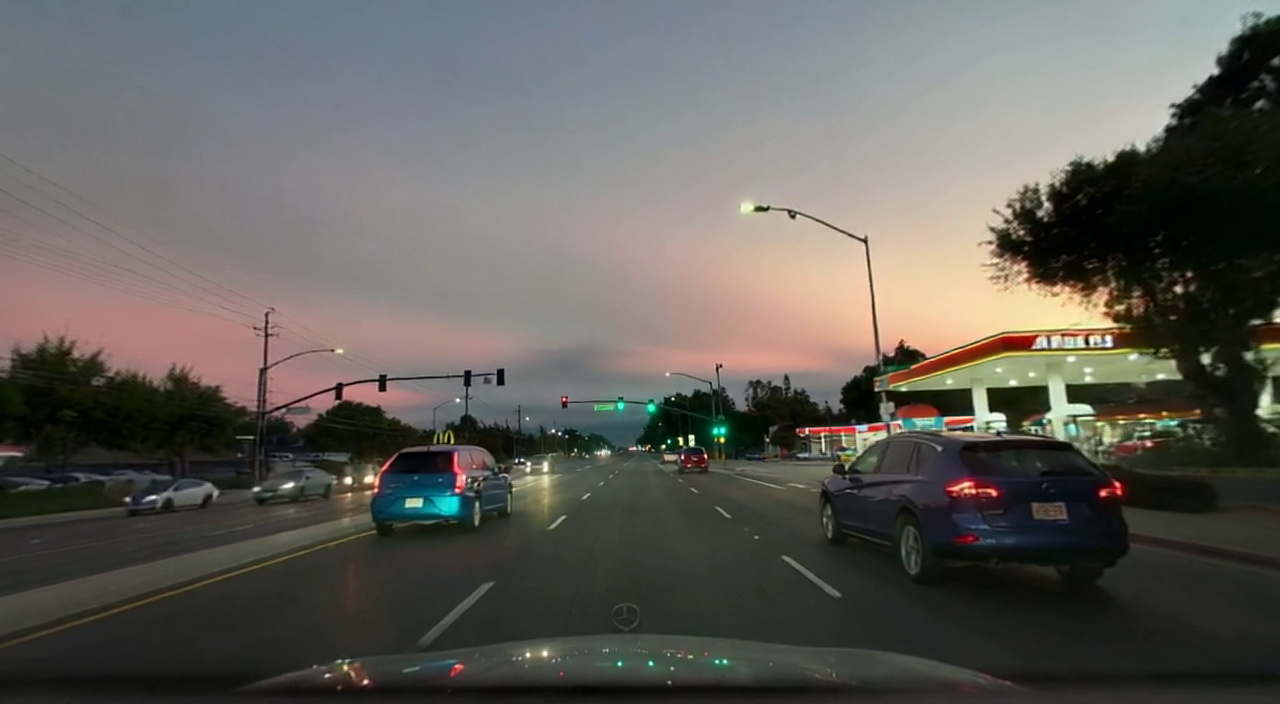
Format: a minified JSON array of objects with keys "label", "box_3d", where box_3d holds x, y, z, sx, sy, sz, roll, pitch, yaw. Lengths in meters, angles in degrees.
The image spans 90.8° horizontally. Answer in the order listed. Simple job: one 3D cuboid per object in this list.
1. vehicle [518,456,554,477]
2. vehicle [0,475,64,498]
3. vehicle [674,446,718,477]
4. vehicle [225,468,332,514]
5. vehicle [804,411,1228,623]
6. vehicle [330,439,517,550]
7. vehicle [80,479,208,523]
[{"label":"vehicle","box_3d":[-8.066,8.898,49.349,2.056,1.519,4.383,-1,-9,1]},{"label":"vehicle","box_3d":[-47.935,10.339,48.722,4.703,1.655,2.148,0,-10,-1]},{"label":"vehicle","box_3d":[3.268,6.525,37.848,2.066,1.699,4.419,0,-9,-2]},{"label":"vehicle","box_3d":[-14.195,5.454,25.107,1.851,1.540,4.025,-1,-9,1]},{"label":"vehicle","box_3d":[3.582,1.653,7.327,2.085,1.655,4.459,0,-9,-1]},{"label":"vehicle","box_3d":[-3.616,2.431,11.455,1.935,1.617,4.045,-1,-9,0]},{"label":"vehicle","box_3d":[-21.255,6.370,27.371,1.852,1.484,4.507,-1,-9,0]}]
